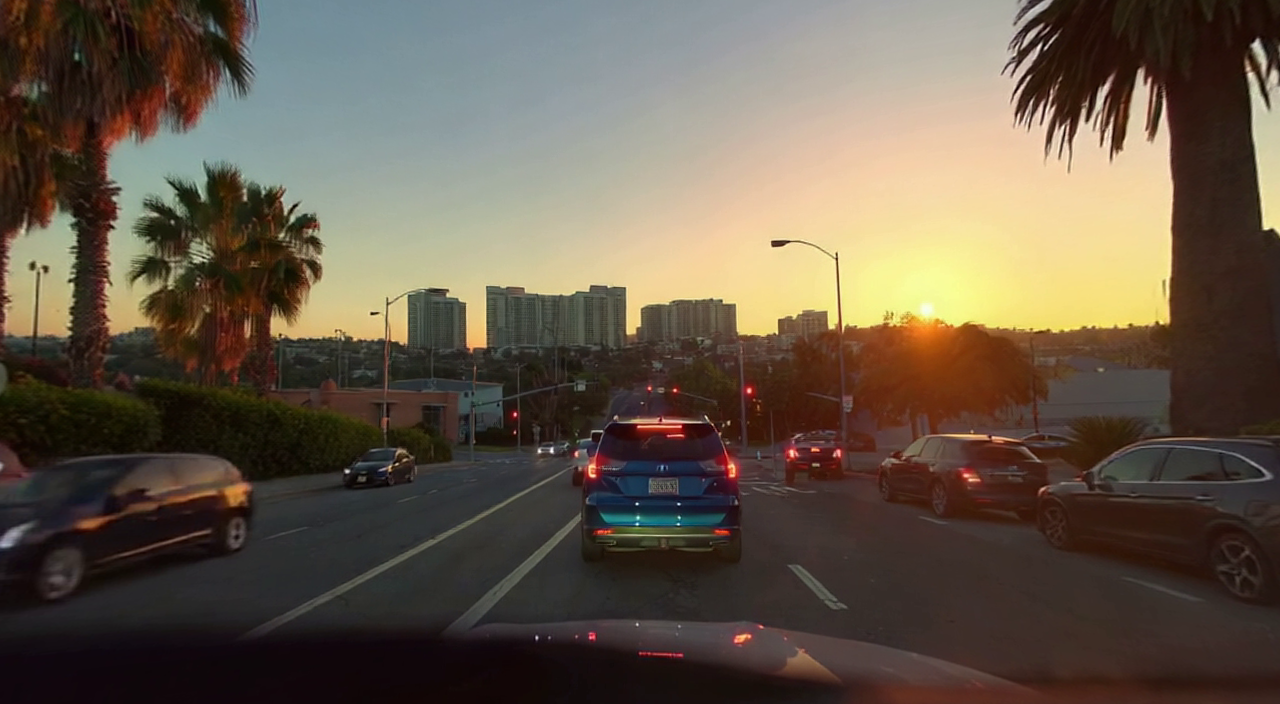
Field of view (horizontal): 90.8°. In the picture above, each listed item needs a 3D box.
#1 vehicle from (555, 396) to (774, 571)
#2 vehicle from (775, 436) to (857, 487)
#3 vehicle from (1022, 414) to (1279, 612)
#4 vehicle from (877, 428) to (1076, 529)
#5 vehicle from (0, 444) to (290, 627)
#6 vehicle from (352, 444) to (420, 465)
[{"bbox_3d":[0.282,1.684,8.753,2.264,1.798,4.258,0,-8,1],"label":"vehicle"},{"bbox_3d":[6.542,4.094,23.951,1.948,1.729,4.023,0,-8,0],"label":"vehicle"},{"bbox_3d":[6.457,1.599,6.924,1.935,1.672,4.139,0,-8,1],"label":"vehicle"},{"bbox_3d":[6.688,2.525,13.238,1.930,1.736,4.329,-1,-8,3],"label":"vehicle"},{"bbox_3d":[-6.217,1.794,7.111,1.928,1.475,4.645,0,-8,0],"label":"vehicle"},{"bbox_3d":[-18.701,7.574,46.679,1.759,1.457,4.297,-7,-11,38],"label":"vehicle"}]
